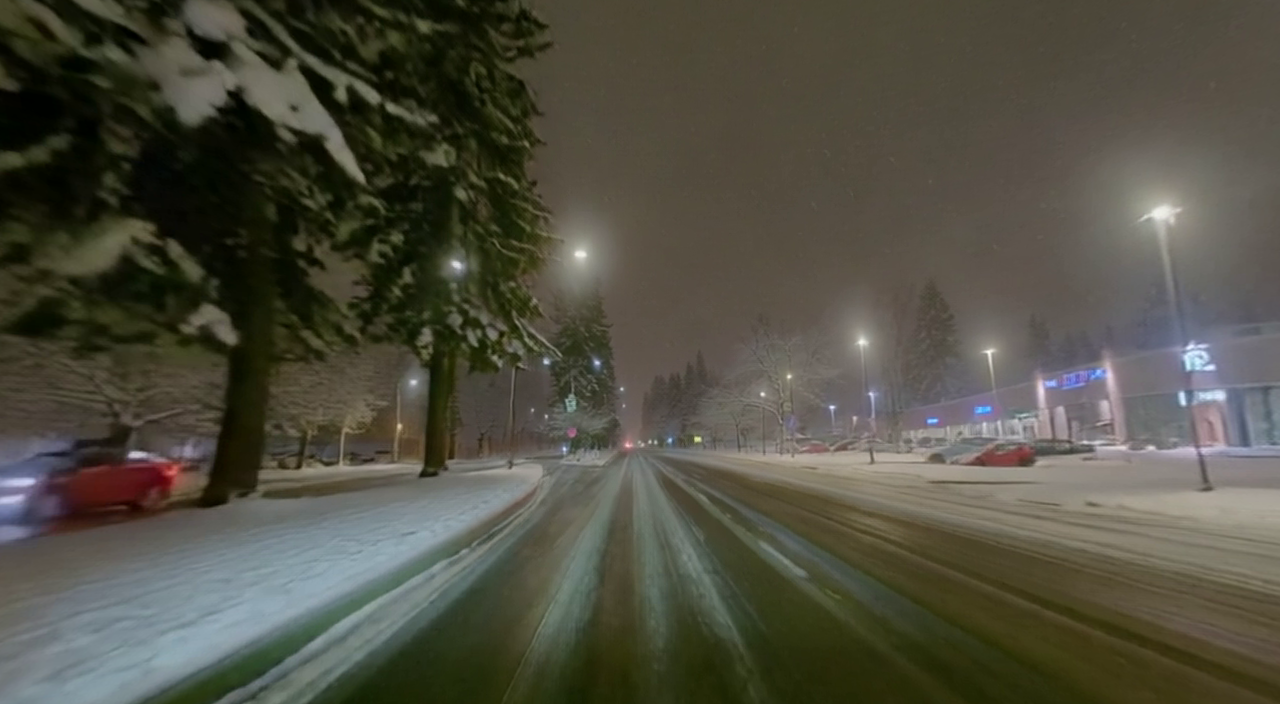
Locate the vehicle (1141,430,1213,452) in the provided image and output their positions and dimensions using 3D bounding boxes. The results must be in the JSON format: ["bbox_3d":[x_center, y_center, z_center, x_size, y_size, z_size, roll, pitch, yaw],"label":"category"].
[{"bbox_3d":[38.154,6.394,44.999,1.766,1.391,3.720,-1,-10,0],"label":"vehicle"}]

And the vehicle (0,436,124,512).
[{"bbox_3d":[-16.003,3.024,15.927,1.875,1.766,4.824,0,-8,0],"label":"vehicle"}]

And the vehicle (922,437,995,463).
[{"bbox_3d":[20.873,6.453,41.618,2.048,1.559,4.758,1,-9,-5],"label":"vehicle"}]

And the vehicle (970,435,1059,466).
[{"bbox_3d":[21.046,5.593,35.768,1.941,1.511,4.690,-2,-9,-3],"label":"vehicle"}]

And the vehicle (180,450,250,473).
[{"bbox_3d":[-31.095,8.006,46.247,4.663,1.565,2.027,-5,-10,25],"label":"vehicle"}]
